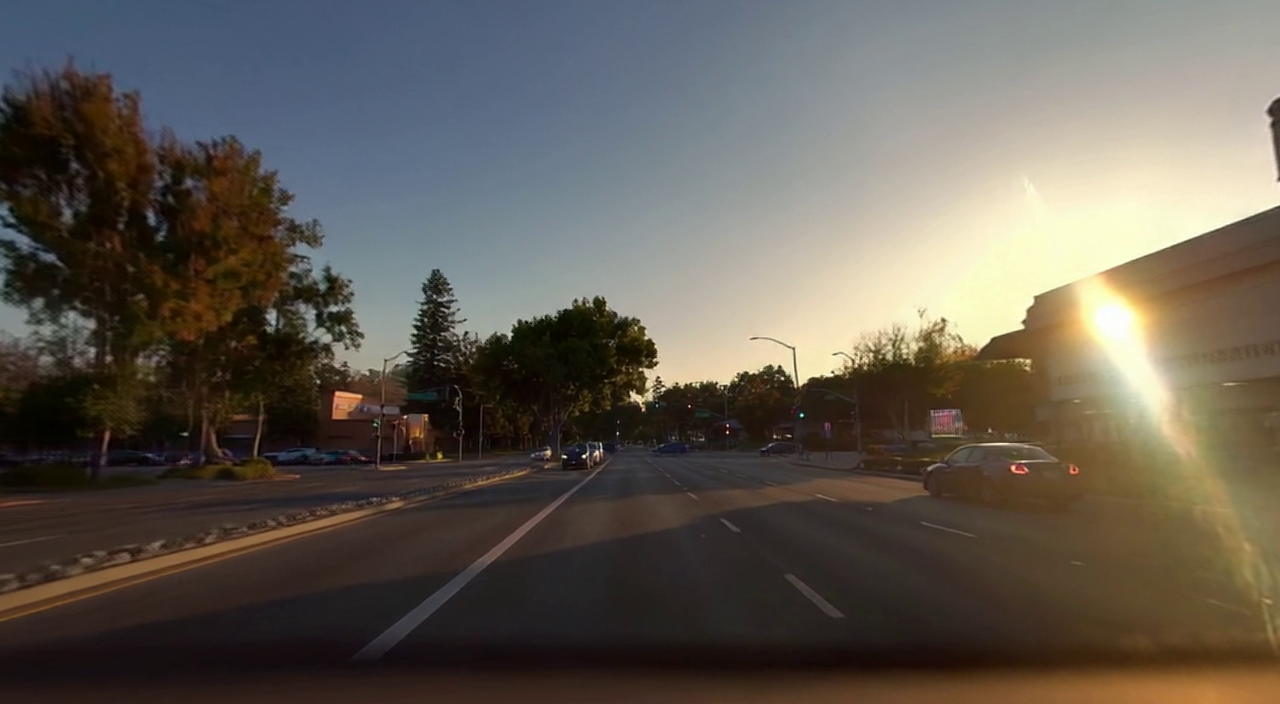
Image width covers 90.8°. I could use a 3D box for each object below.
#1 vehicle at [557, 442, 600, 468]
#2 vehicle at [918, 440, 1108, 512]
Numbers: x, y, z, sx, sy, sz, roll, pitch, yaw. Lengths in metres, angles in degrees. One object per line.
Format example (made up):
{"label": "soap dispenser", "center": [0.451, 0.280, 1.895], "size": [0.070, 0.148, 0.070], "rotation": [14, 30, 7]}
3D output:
{"label": "vehicle", "center": [-3.705, 6.364, 39.087], "size": [2.121, 1.481, 4.708], "rotation": [0, -8, 1]}
{"label": "vehicle", "center": [8.632, 2.877, 15.171], "size": [1.936, 1.460, 4.258], "rotation": [0, -8, 0]}
